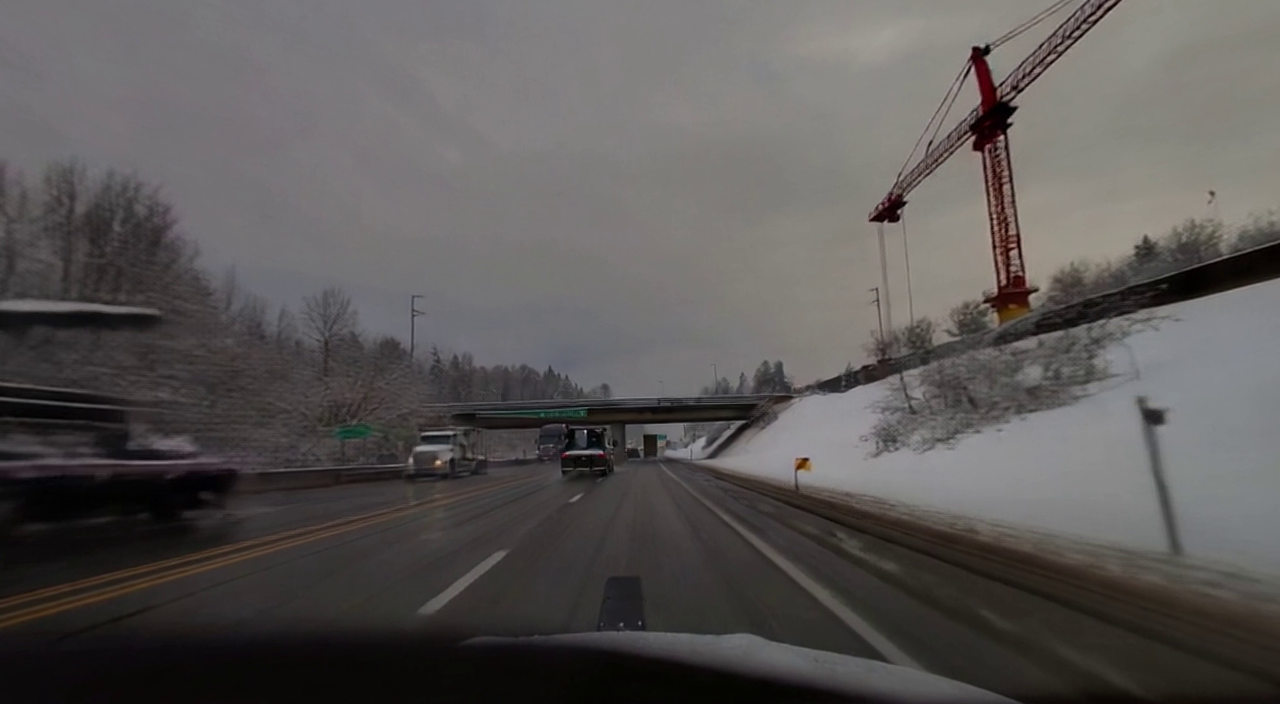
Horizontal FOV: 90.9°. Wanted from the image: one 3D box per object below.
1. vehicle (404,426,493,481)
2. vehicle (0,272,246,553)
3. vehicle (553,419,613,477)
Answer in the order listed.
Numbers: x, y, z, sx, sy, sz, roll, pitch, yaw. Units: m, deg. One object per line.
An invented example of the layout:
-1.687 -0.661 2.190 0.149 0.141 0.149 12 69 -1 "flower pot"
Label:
-9.900 5.353 33.242 2.762 2.579 6.099 0 -9 0 "vehicle"
-10.170 0.896 9.040 2.813 3.815 9.248 0 -9 1 "vehicle"
-2.922 5.194 33.985 2.565 2.771 6.641 0 -9 0 "vehicle"
